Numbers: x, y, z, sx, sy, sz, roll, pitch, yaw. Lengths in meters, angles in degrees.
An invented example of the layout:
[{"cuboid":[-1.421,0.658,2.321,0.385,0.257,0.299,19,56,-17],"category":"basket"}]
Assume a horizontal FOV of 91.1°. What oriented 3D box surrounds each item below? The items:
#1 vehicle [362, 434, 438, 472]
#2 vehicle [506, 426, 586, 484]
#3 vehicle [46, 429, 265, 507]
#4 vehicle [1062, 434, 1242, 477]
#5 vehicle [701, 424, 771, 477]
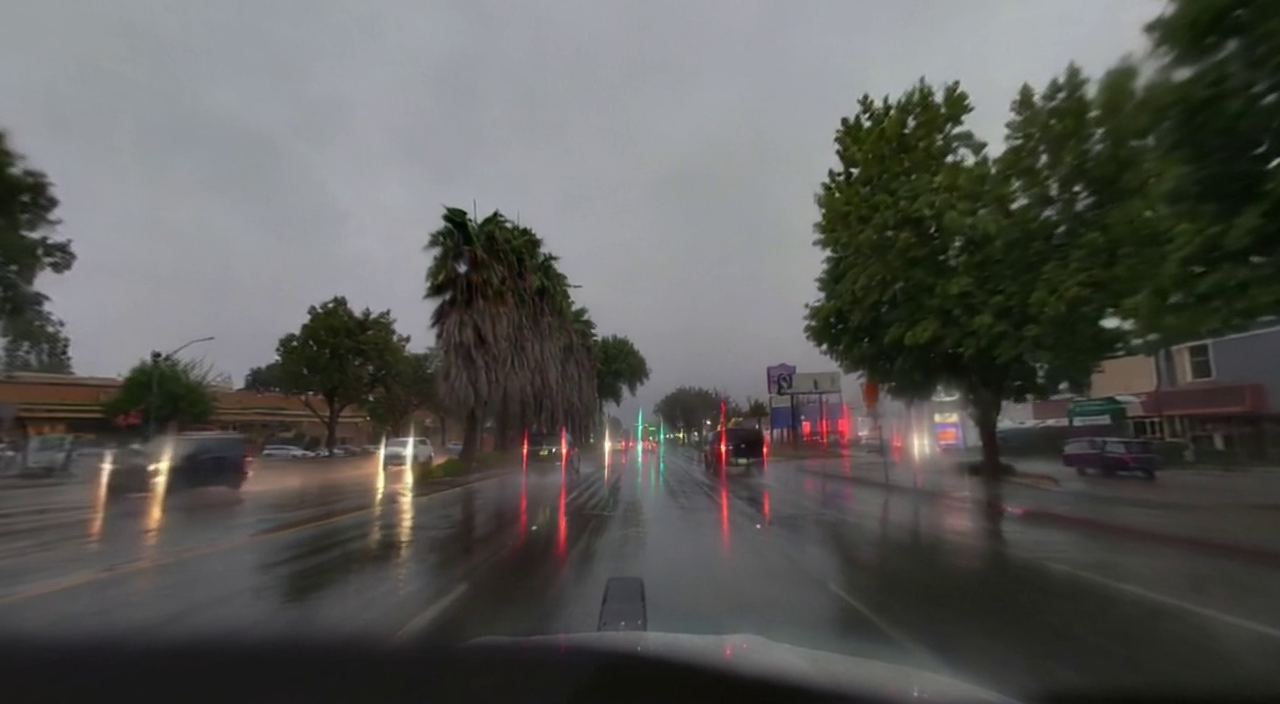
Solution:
[{"cuboid":[-12.027,5.093,31.855,2.023,1.729,4.478,0,-8,1],"category":"vehicle"},{"cuboid":[-3.115,3.509,21.711,2.014,1.775,4.404,0,-8,1],"category":"vehicle"},{"cuboid":[-12.108,2.906,16.211,1.998,1.705,4.465,0,-8,1],"category":"vehicle"},{"cuboid":[18.433,3.740,22.809,4.642,1.450,2.087,0,-8,2],"category":"vehicle"},{"cuboid":[3.733,3.923,25.222,2.024,1.921,4.431,0,-8,-1],"category":"vehicle"}]
